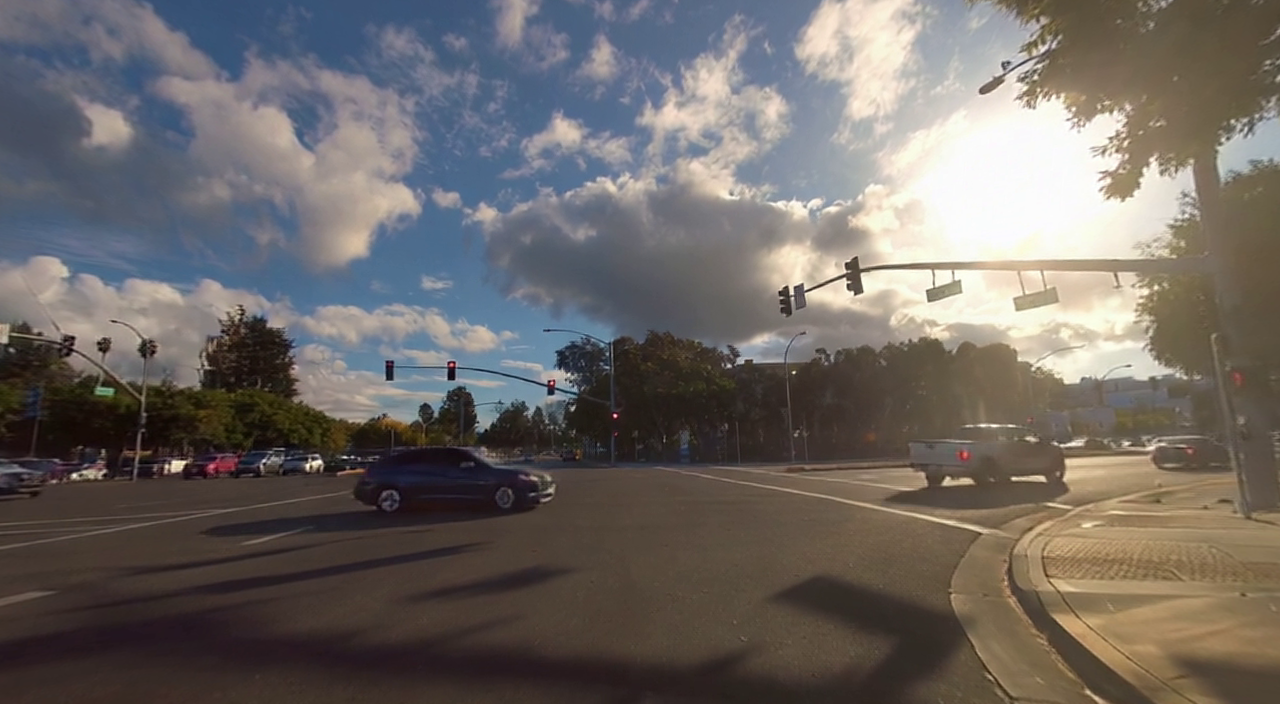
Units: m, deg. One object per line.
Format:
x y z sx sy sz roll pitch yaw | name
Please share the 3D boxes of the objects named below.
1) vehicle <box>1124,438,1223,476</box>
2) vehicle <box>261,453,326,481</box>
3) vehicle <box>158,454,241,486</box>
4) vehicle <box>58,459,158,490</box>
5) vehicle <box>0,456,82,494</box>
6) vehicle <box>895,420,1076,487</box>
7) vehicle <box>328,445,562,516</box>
22.487 4.382 26.556 4.728 1.471 1.957 6 -11 -36 | vehicle
-21.790 7.227 39.974 2.020 1.615 4.656 1 -9 -8 | vehicle
-25.122 6.699 36.269 2.081 1.670 4.376 1 -9 -8 | vehicle
-28.547 6.547 34.116 1.965 1.448 4.553 1 -9 -9 | vehicle
-31.334 6.170 32.072 2.142 1.723 4.692 1 -9 -9 | vehicle
11.415 3.297 20.758 5.896 1.937 2.358 5 -10 -30 | vehicle
-4.361 2.895 14.589 4.702 1.468 1.999 -1 -9 8 | vehicle
